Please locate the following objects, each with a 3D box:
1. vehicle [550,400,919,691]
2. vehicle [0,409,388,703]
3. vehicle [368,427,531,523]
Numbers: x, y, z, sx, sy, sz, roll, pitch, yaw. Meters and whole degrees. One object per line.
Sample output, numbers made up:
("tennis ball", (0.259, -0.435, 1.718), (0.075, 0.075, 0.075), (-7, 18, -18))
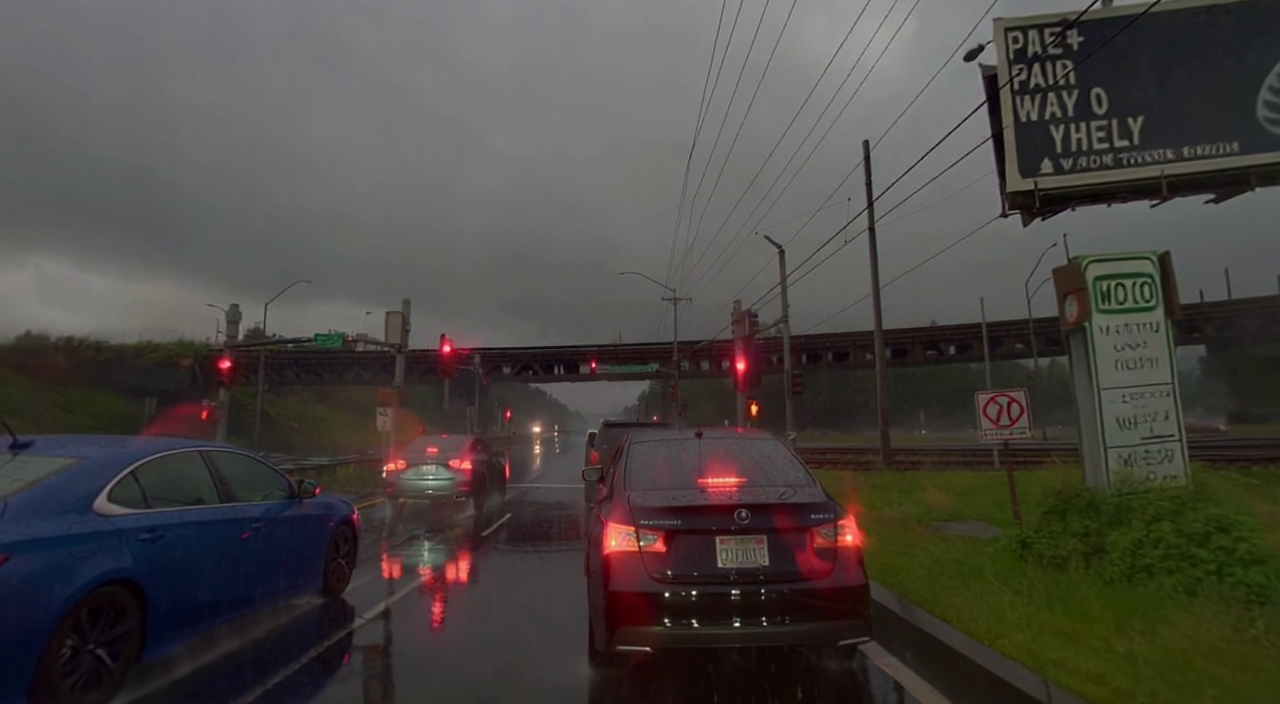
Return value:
("vehicle", (0.402, 1.327, 5.448), (1.998, 1.529, 3.960), (1, -9, -3))
("vehicle", (-3.717, 1.256, 4.511), (1.956, 1.468, 4.585), (0, -9, 0))
("vehicle", (-3.361, 2.253, 12.075), (1.984, 1.505, 4.047), (0, -9, -2))
